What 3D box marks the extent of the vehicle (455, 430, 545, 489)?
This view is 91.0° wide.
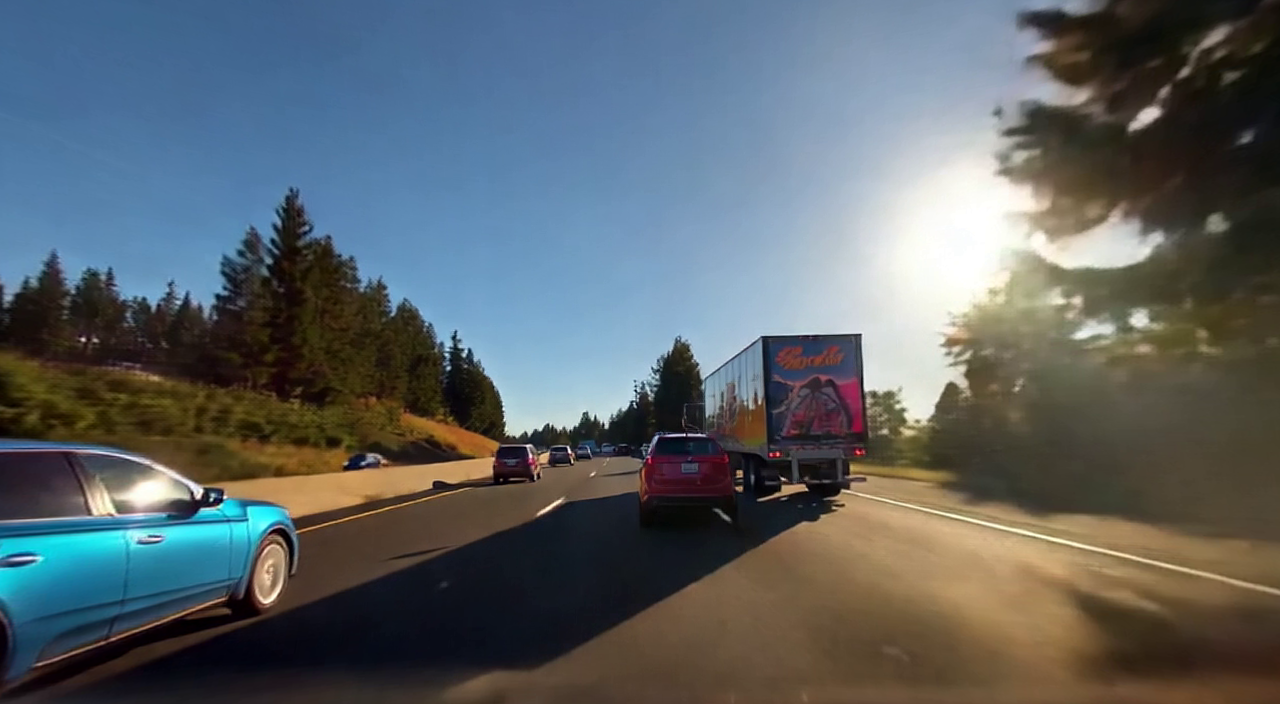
[{"bbox_3d":[-4.250,3.315,19.740,1.905,1.642,3.803,0,-8,1],"label":"vehicle"}]

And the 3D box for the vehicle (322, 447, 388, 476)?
[{"bbox_3d":[-15.869,6.103,35.276,1.772,1.495,3.954,0,-8,1],"label":"vehicle"}]

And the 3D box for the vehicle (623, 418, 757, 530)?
[{"bbox_3d":[0.712,2.091,11.273,2.017,1.662,3.543,0,-8,-1],"label":"vehicle"}]

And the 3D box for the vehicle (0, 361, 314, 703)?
[{"bbox_3d":[-4.040,0.963,3.548,1.983,1.666,4.452,0,-8,0],"label":"vehicle"}]

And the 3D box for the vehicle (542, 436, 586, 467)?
[{"bbox_3d":[-4.380,5.795,36.905,2.014,1.683,4.275,0,-8,1],"label":"vehicle"}]

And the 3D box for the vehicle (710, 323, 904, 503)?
[{"bbox_3d":[4.537,2.366,21.409,2.828,4.081,14.220,0,-8,0],"label":"vehicle"}]
